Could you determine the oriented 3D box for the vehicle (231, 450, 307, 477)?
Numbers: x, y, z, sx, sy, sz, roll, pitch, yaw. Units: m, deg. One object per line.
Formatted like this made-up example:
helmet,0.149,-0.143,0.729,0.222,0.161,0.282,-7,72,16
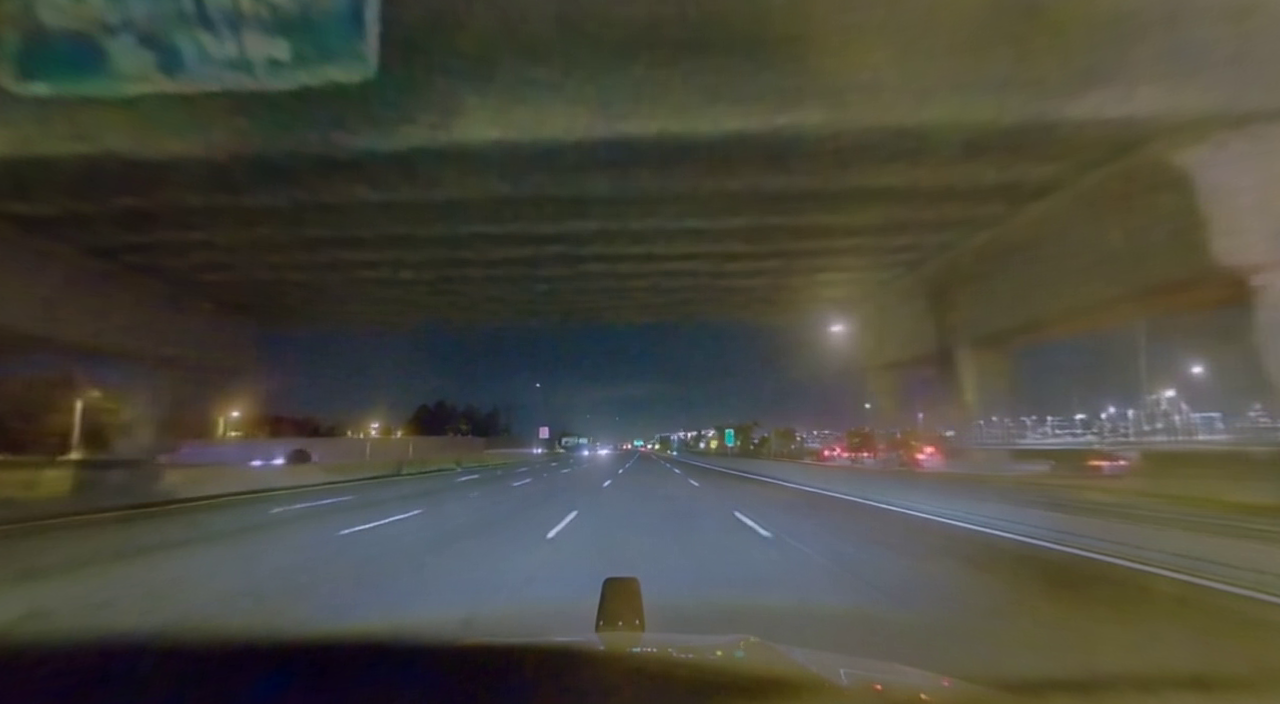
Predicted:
vehicle,-22.320,6.701,38.081,1.878,1.506,4.380,-1,-9,1
